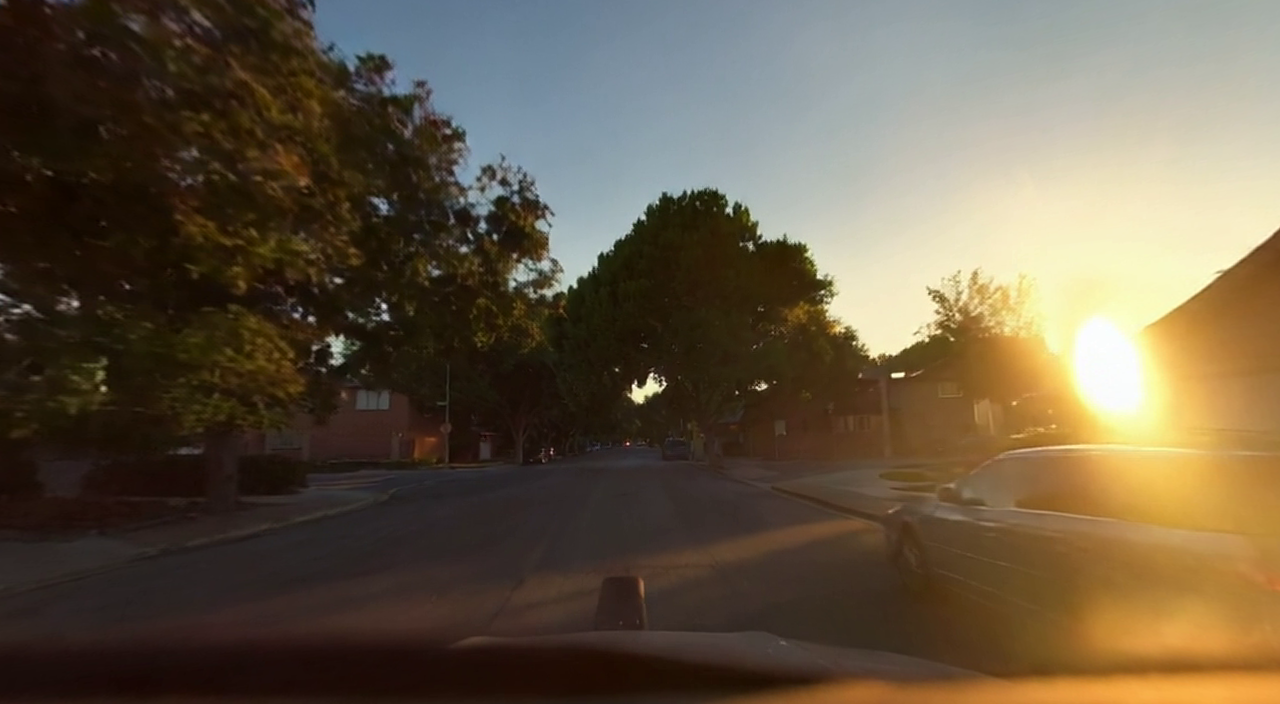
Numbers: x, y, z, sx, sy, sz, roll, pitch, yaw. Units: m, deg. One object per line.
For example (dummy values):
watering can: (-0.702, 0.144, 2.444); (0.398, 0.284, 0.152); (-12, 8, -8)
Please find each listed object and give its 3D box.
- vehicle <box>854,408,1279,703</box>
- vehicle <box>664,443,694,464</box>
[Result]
vehicle: (3.255, 1.230, 4.231); (1.986, 1.476, 4.306); (0, -8, -2)
vehicle: (2.937, 7.819, 48.758); (1.881, 1.487, 4.183); (0, -8, -2)
